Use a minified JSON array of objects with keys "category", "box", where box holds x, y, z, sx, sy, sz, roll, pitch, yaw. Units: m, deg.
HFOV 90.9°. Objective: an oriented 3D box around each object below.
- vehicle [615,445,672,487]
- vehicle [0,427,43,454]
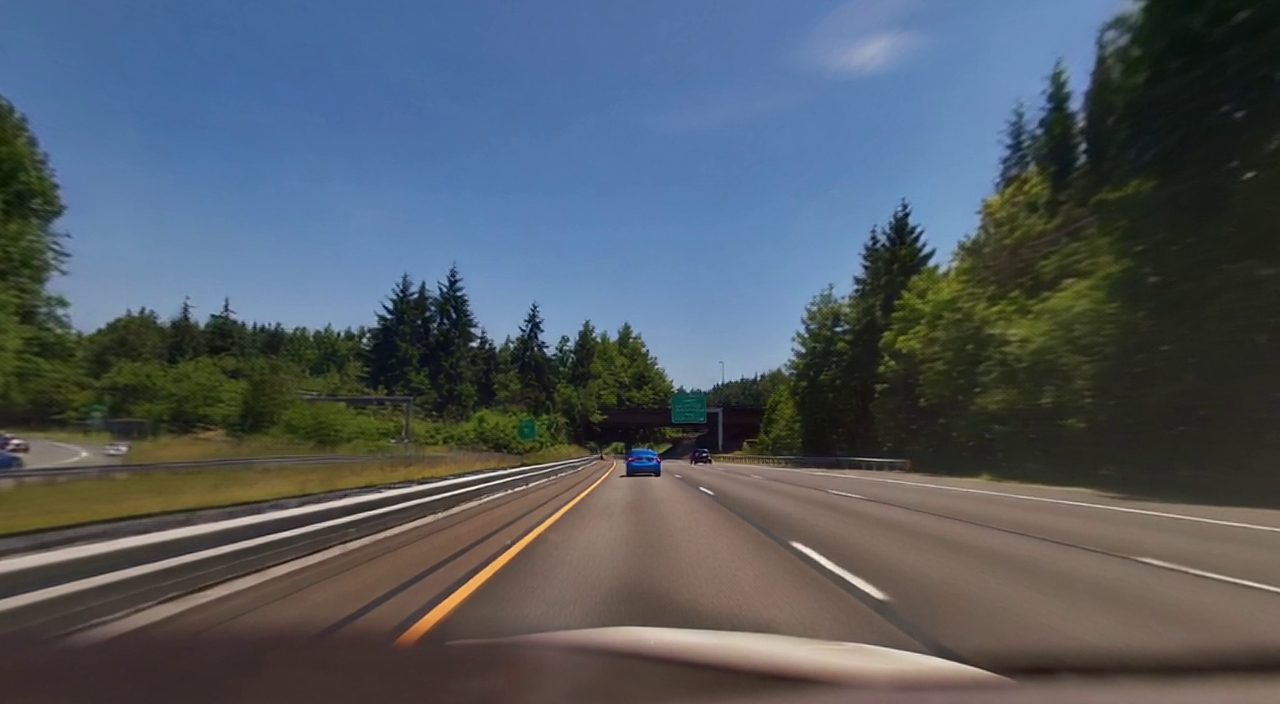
[{"category":"vehicle","box":[0.097,4.444,24.890,2.069,1.523,4.012,0,-9,-1]},{"category":"vehicle","box":[-48.222,6.839,48.403,5.047,1.950,2.329,-6,-11,37]}]
